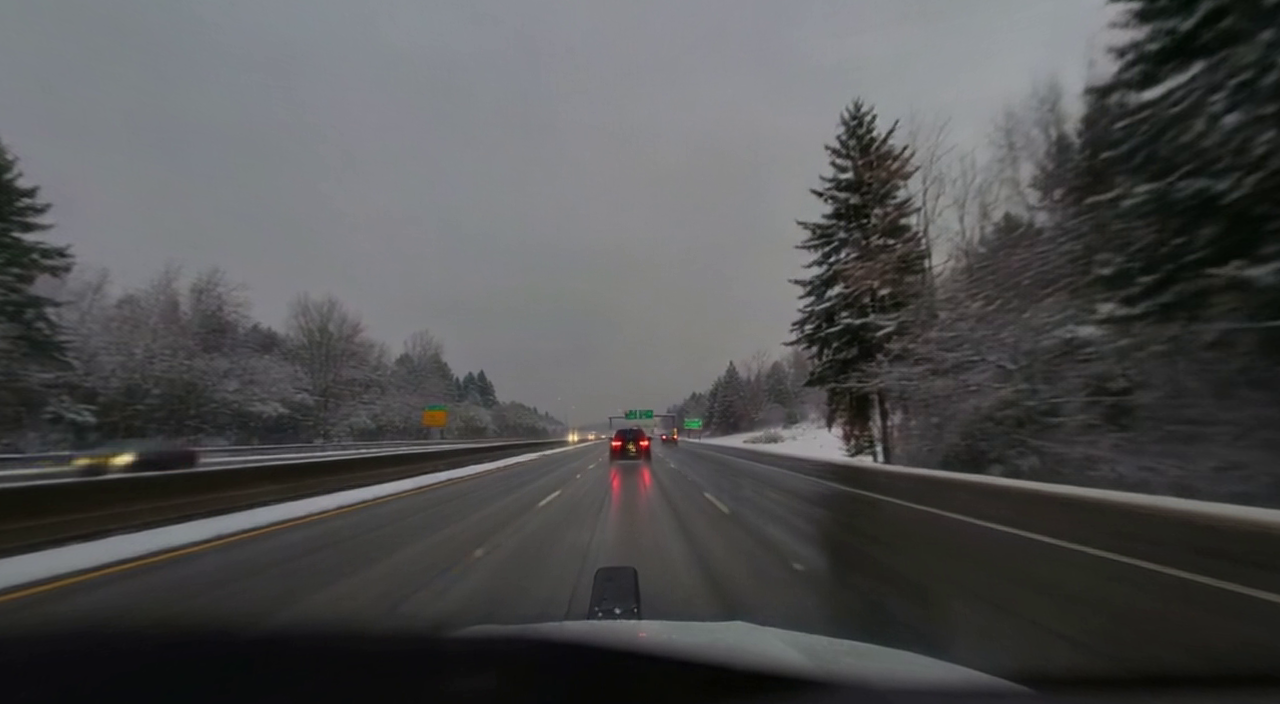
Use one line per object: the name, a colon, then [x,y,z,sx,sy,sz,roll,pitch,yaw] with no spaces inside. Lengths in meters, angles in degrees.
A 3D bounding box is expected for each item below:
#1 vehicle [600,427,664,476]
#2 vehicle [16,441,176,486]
vehicle: [-0.288,3.516,22.501,2.094,1.600,3.666,0,-8,-1]
vehicle: [-19.767,4.028,23.237,1.889,1.449,4.539,0,-8,-1]
